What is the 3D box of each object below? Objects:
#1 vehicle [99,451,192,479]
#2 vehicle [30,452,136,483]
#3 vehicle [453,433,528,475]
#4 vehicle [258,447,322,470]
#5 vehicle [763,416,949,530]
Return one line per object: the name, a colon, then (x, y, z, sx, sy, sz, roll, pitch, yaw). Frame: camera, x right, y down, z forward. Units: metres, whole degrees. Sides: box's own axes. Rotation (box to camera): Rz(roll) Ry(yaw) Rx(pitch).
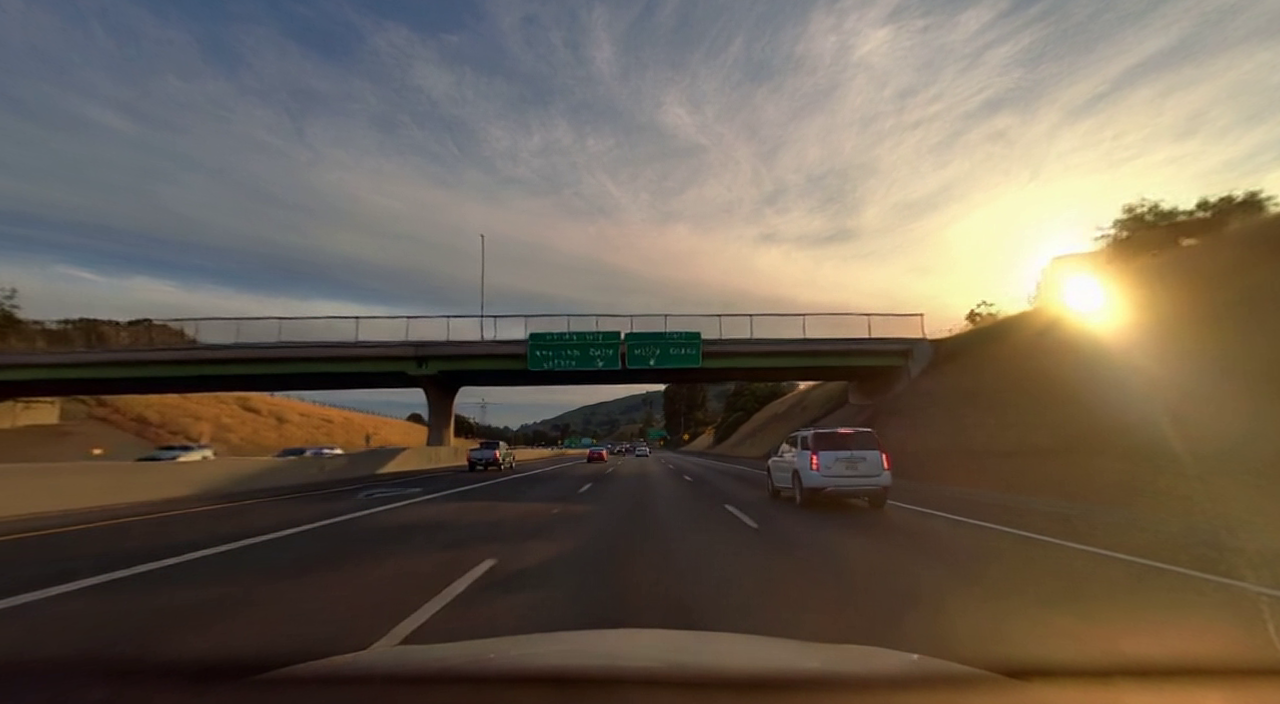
vehicle: (-29.818, 6.816, 38.184, 1.949, 1.561, 4.541, 0, -9, 0)
vehicle: (-33.444, 6.908, 38.030, 2.034, 1.706, 4.813, 0, -9, 0)
vehicle: (-7.422, 5.162, 32.036, 2.341, 1.959, 5.684, 0, -9, 1)
vehicle: (-25.741, 7.853, 46.528, 1.993, 1.614, 4.606, 0, -9, 1)
vehicle: (3.728, 2.176, 11.844, 1.990, 1.735, 4.276, 0, -9, 0)
